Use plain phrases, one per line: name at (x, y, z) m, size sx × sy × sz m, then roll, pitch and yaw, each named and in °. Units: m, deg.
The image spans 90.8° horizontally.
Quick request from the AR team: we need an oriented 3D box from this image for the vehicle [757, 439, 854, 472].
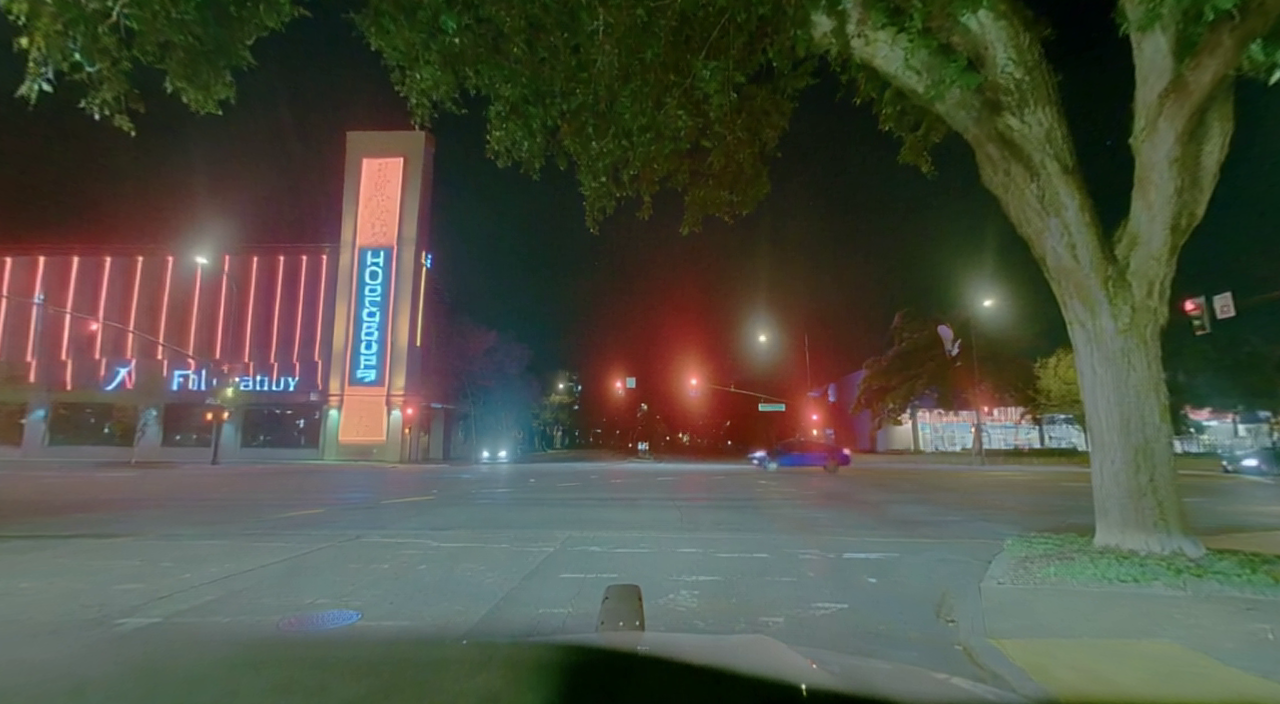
vehicle at (8.937, 5.582, 34.306) m, size 4.639 × 1.699 × 2.030 m, roll 0°, pitch -9°, yaw -4°
